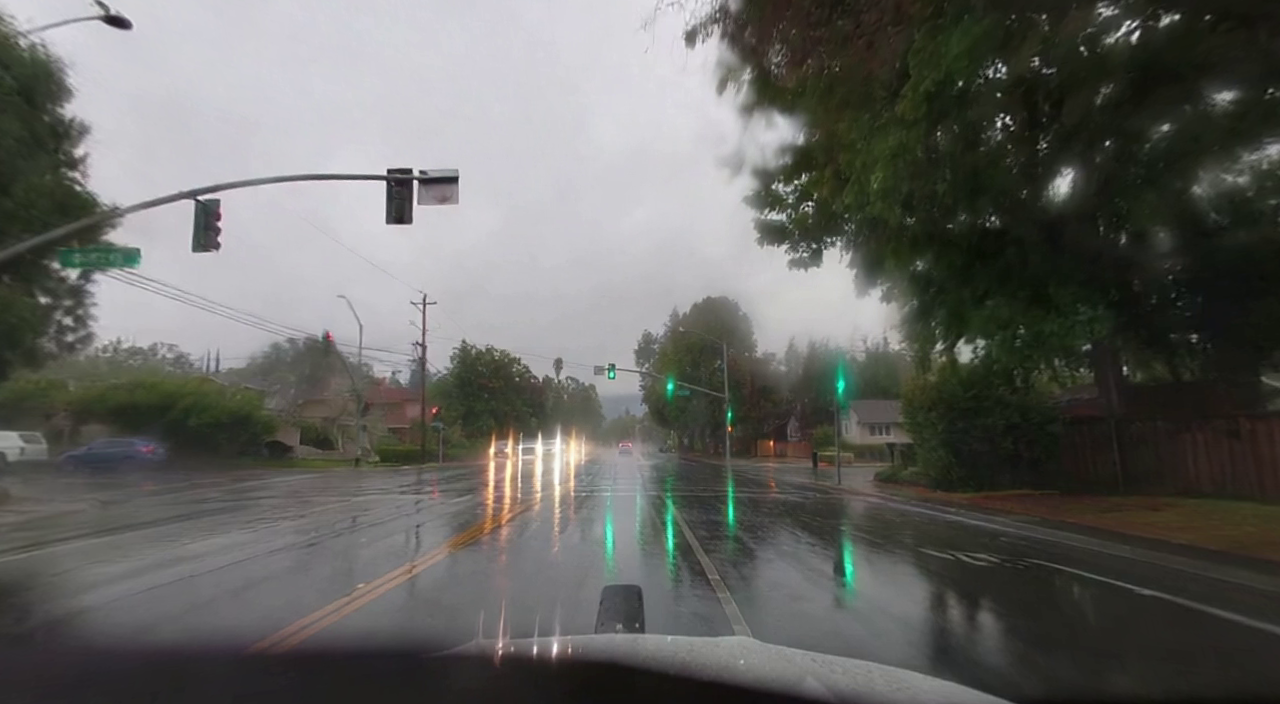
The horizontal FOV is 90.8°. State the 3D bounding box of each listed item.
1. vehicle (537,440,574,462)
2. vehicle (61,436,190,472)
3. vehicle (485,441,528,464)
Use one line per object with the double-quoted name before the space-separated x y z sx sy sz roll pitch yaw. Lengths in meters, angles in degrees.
"vehicle" -5.867 6.923 44.391 2.003 1.462 4.220 0 -8 1
"vehicle" -27.068 5.379 33.389 4.802 1.776 2.090 1 -8 -6
"vehicle" -9.278 7.022 44.309 1.985 1.475 4.383 0 -8 1
